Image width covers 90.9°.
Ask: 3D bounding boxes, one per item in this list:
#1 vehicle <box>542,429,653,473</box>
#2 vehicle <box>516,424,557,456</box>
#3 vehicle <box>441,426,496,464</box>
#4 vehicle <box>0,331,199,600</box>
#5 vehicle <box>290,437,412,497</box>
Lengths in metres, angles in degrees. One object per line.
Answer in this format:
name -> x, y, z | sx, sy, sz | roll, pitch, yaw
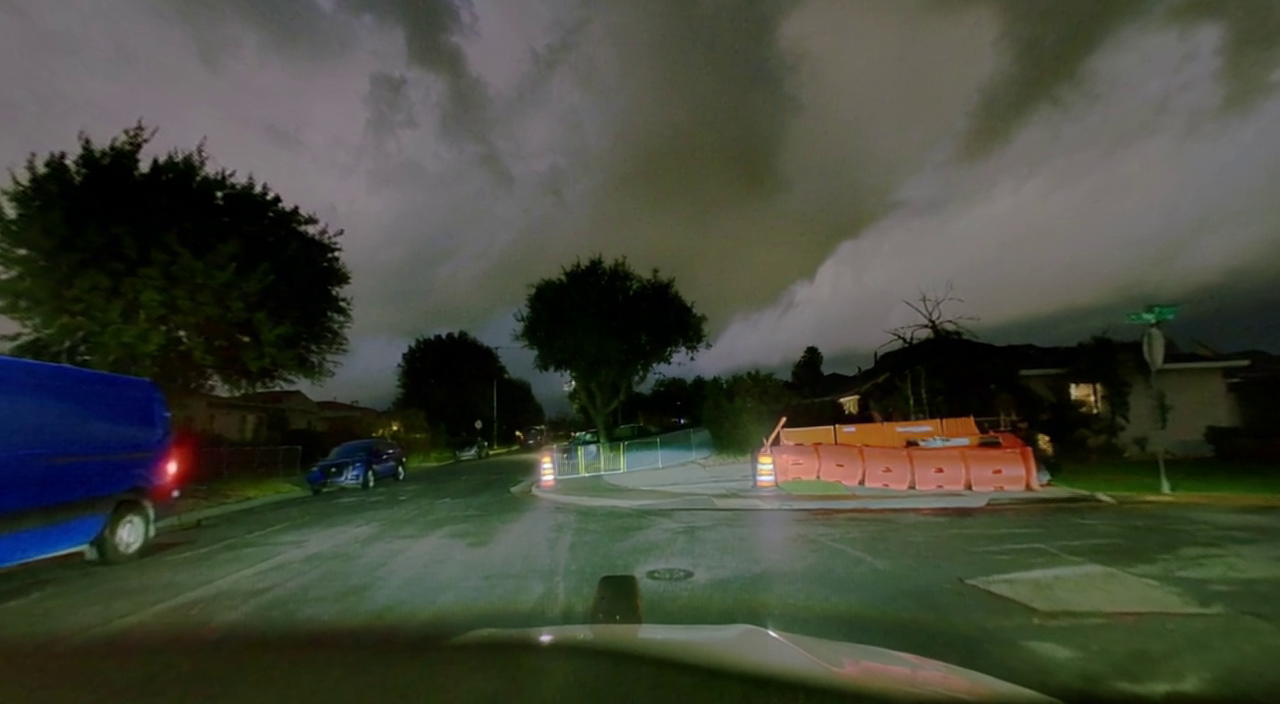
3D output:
vehicle -> -1.450, 3.546, 22.904 | 1.827, 1.436, 4.070 | -6, -9, 35
vehicle -> -6.925, 5.957, 42.649 | 2.219, 1.984, 4.712 | 0, -8, -3
vehicle -> -9.524, 5.202, 35.450 | 2.042, 1.937, 4.960 | 0, -8, -4
vehicle -> -7.105, 1.054, 5.411 | 2.284, 2.500, 7.006 | -2, -6, -6
vehicle -> -8.257, 3.271, 18.451 | 1.899, 1.524, 4.082 | 0, -8, -4
